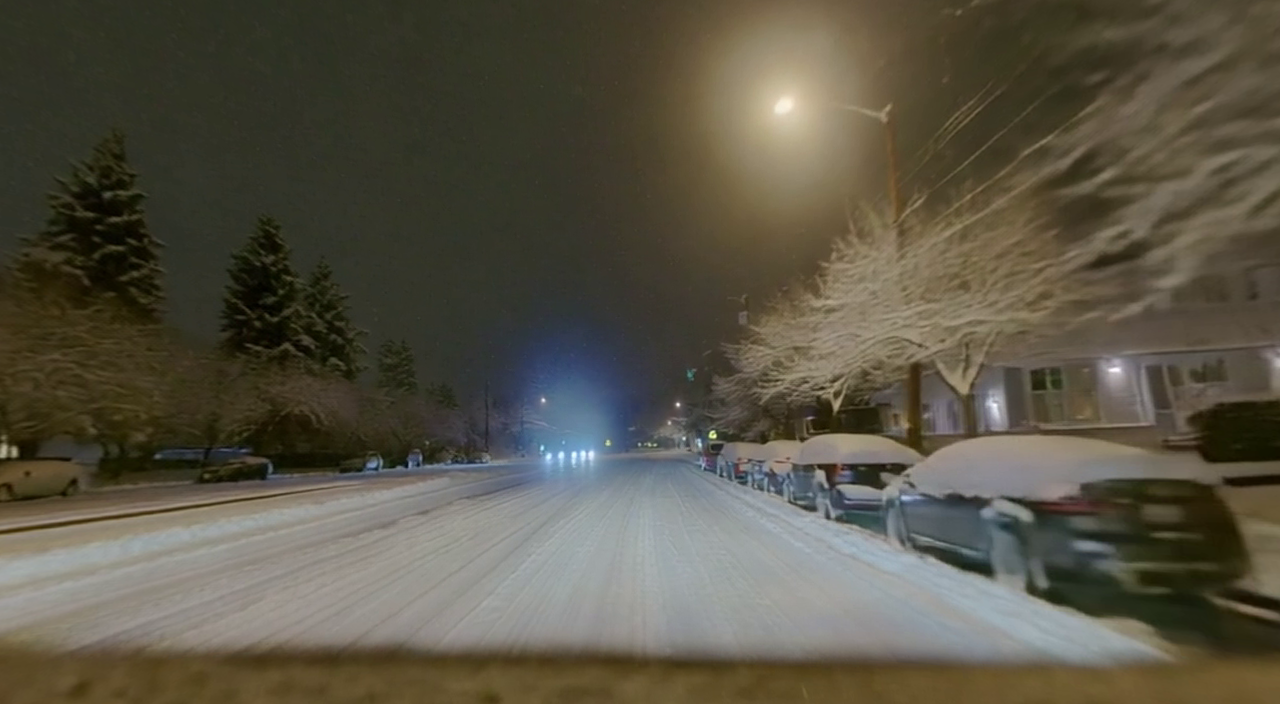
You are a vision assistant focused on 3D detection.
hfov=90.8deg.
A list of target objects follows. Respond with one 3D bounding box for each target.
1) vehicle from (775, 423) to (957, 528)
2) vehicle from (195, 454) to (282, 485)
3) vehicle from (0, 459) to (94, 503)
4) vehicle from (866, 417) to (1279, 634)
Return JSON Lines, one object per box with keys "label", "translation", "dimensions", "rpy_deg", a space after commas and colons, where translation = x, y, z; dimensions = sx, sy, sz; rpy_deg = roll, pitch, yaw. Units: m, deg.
{"label": "vehicle", "translation": [4.286, 2.412, 12.884], "dimensions": [1.978, 1.744, 4.332], "rpy_deg": [0, -9, -2]}
{"label": "vehicle", "translation": [-23.313, 6.815, 36.913], "dimensions": [1.950, 1.466, 4.728], "rpy_deg": [-2, -7, 1]}
{"label": "vehicle", "translation": [-23.636, 4.807, 23.780], "dimensions": [1.915, 1.492, 4.565], "rpy_deg": [-1, -9, 3]}
{"label": "vehicle", "translation": [4.233, 1.602, 6.896], "dimensions": [1.794, 1.560, 4.429], "rpy_deg": [0, -9, -1]}
